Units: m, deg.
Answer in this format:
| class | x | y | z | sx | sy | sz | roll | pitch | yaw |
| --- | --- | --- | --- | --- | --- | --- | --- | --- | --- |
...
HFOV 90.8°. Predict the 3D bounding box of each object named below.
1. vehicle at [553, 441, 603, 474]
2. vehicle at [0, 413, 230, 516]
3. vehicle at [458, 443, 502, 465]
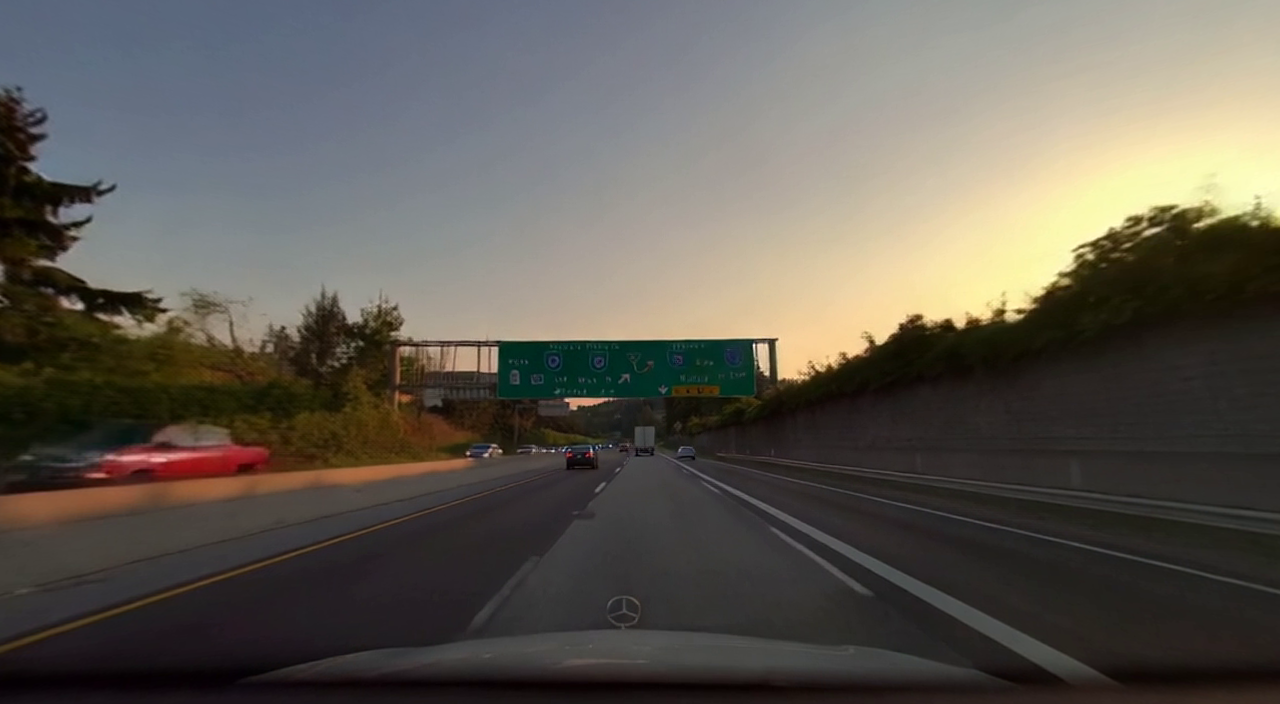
| class | x | y | z | sx | sy | sz | roll | pitch | yaw |
| --- | --- | --- | --- | --- | --- | --- | --- | --- | --- |
| vehicle | -3.001 | 5.238 | 31.506 | 2.020 | 1.475 | 4.434 | 0 | -9 | 1 |
| vehicle | -11.972 | 2.460 | 14.205 | 2.075 | 1.873 | 4.972 | 0 | -9 | 1 |
| vehicle | -12.002 | 7.656 | 47.578 | 2.010 | 1.546 | 4.735 | 0 | -9 | 1 |
